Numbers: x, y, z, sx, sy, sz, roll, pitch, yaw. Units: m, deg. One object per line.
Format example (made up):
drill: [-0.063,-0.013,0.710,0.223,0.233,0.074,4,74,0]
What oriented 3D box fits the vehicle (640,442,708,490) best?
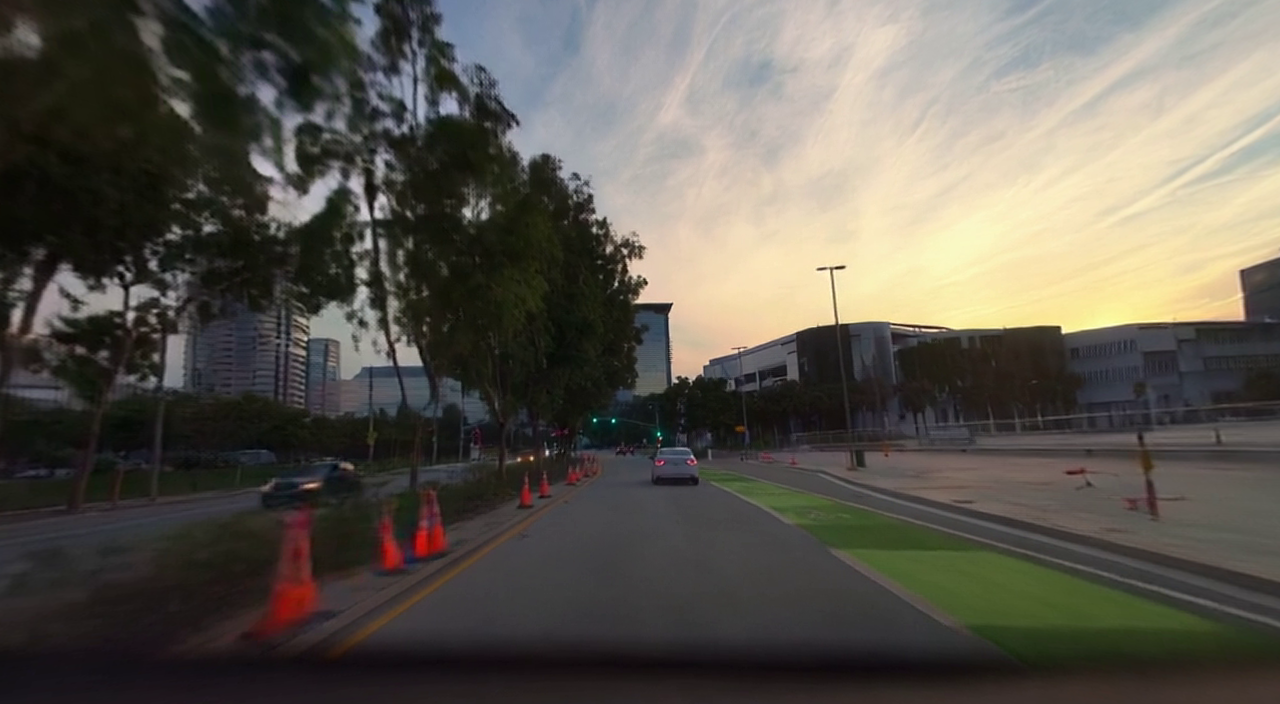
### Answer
vehicle: [1.080,3.931,22.178,2.114,1.493,4.430,0,-8,0]

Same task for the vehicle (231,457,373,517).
vehicle: [-9.970,3.991,19.126,2.010,1.487,4.427,0,-8,-3]
